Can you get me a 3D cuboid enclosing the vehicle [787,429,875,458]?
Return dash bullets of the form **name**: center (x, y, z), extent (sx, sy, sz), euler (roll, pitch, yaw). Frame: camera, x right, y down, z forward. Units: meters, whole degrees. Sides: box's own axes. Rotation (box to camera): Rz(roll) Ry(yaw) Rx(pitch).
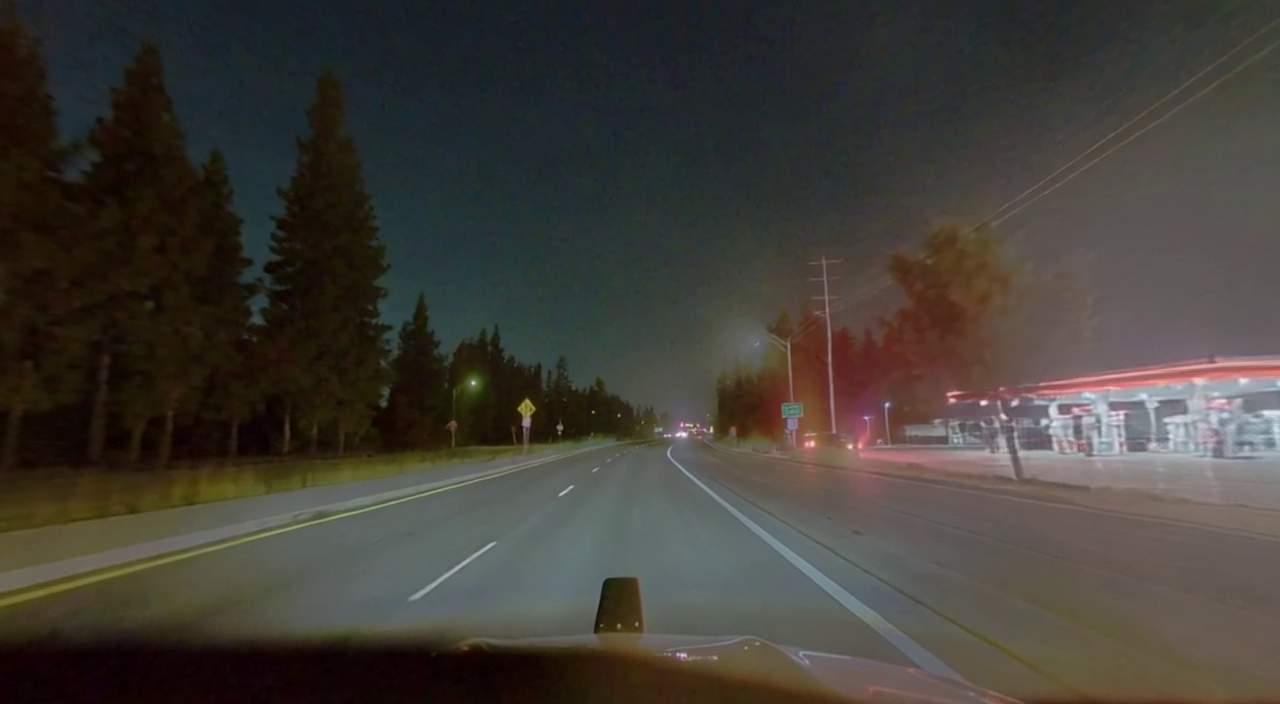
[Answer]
- **vehicle**: center (10.979, 5.281, 36.551), extent (4.476, 1.629, 1.953), euler (0, -8, -1)
